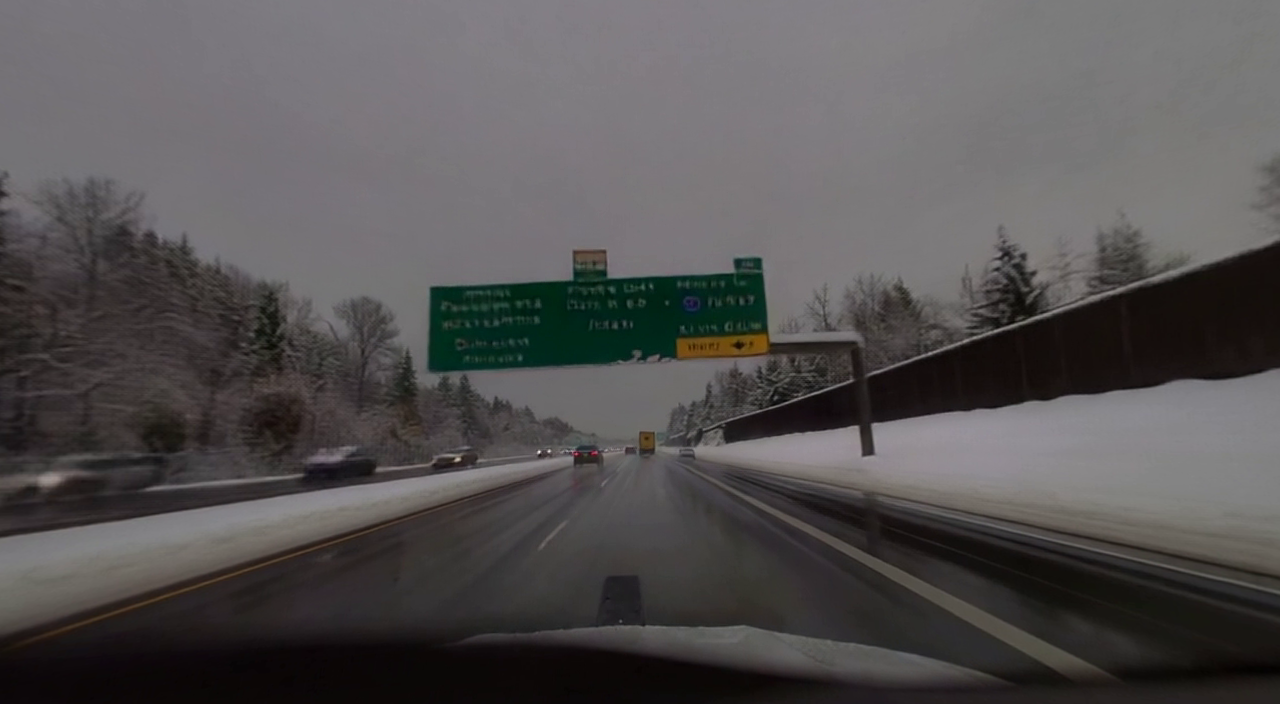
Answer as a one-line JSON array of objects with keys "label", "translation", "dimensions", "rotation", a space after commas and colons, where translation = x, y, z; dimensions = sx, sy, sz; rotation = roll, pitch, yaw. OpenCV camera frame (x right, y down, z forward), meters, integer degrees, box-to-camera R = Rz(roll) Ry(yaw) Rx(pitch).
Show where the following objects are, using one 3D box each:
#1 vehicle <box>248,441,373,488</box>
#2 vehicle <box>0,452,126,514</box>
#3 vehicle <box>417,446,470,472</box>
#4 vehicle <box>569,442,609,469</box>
[{"label": "vehicle", "translation": [-11.666, 3.985, 22.747], "dimensions": [1.931, 1.501, 4.621], "rotation": [0, -9, 1]}, {"label": "vehicle", "translation": [-16.521, 3.403, 16.704], "dimensions": [1.843, 1.473, 4.721], "rotation": [0, -9, 0]}, {"label": "vehicle", "translation": [-11.688, 6.392, 37.789], "dimensions": [1.802, 1.439, 4.099], "rotation": [0, -9, 1]}, {"label": "vehicle", "translation": [-2.997, 6.165, 37.829], "dimensions": [2.020, 1.475, 4.434], "rotation": [0, -9, 1]}]
